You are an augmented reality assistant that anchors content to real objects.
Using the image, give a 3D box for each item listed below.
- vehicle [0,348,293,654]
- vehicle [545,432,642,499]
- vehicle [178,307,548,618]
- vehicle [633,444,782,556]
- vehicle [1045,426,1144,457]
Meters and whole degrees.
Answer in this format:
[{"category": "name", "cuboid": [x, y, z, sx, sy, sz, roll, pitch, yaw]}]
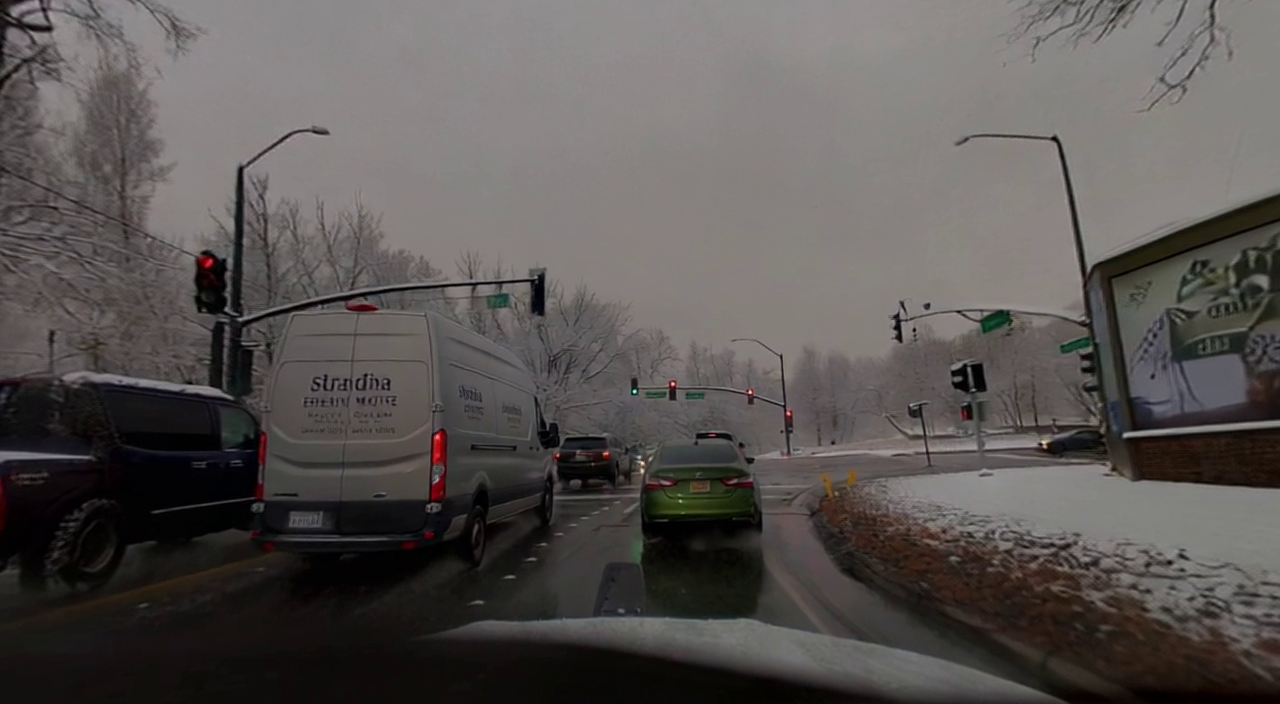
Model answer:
[{"category": "vehicle", "cuboid": [-6.137, 1.364, 6.286, 2.352, 2.333, 5.197, 0, -9, -1]}, {"category": "vehicle", "cuboid": [-1.346, 3.593, 20.360, 2.130, 1.876, 4.445, -1, -9, 9]}, {"category": "vehicle", "cuboid": [-3.114, 1.469, 9.088, 2.555, 3.035, 5.702, 0, -9, 1]}, {"category": "vehicle", "cuboid": [1.337, 2.725, 12.429, 2.398, 1.773, 4.254, -1, -9, 7]}, {"category": "vehicle", "cuboid": [30.915, 6.105, 42.915, 5.084, 2.041, 2.360, 1, -9, -8]}]
